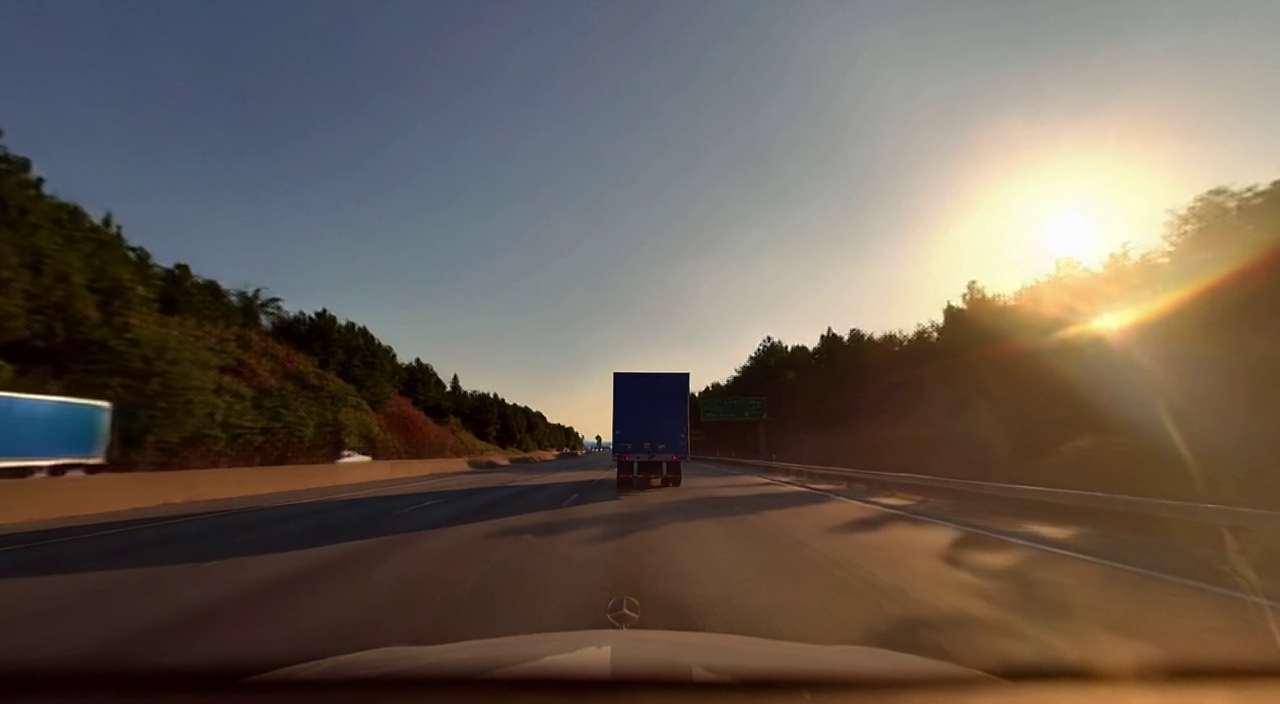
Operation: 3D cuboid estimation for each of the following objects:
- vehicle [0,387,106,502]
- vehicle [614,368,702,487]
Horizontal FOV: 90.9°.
[{"bbox_3d":[-23.845,2.754,18.933,2.911,3.971,14.598,0,-9,0],"label":"vehicle"},{"bbox_3d":[0.543,3.270,26.106,2.898,3.973,10.063,0,-9,-1],"label":"vehicle"}]
